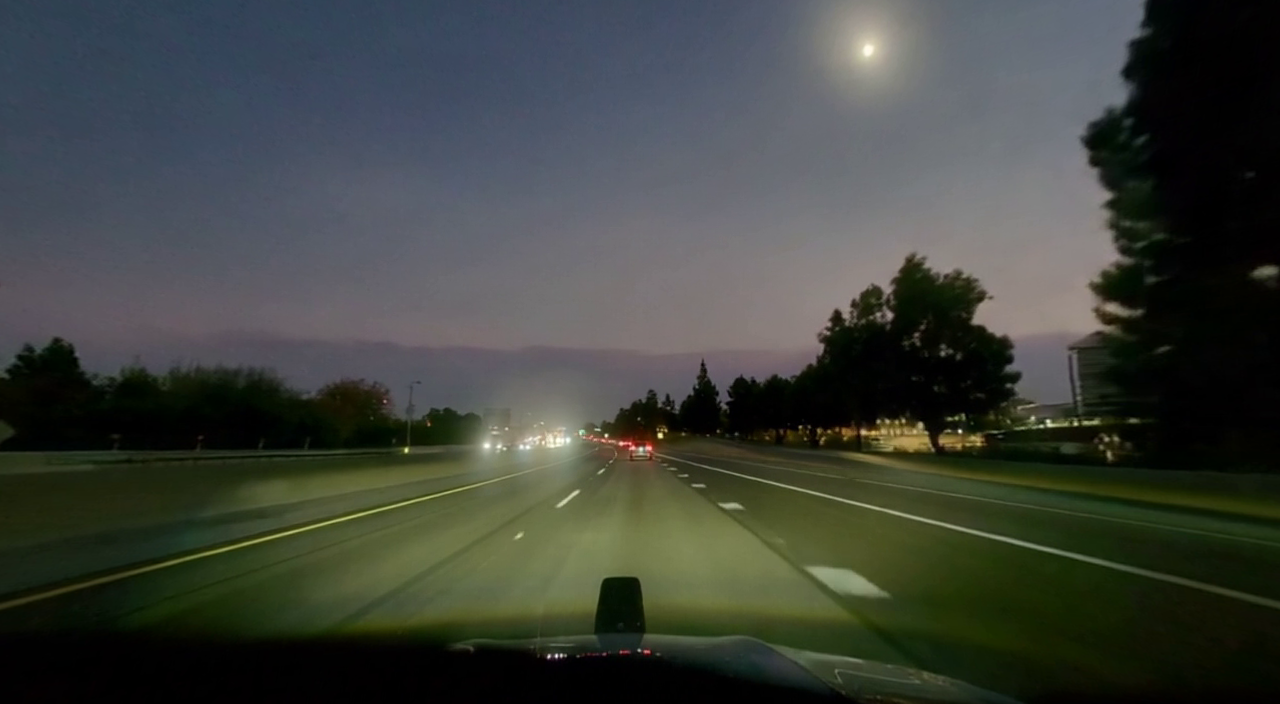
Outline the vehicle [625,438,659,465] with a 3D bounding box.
[{"bbox_3d":[0.081,6.350,40.249,2.029,1.666,4.064,0,-8,-2],"label":"vehicle"}]
